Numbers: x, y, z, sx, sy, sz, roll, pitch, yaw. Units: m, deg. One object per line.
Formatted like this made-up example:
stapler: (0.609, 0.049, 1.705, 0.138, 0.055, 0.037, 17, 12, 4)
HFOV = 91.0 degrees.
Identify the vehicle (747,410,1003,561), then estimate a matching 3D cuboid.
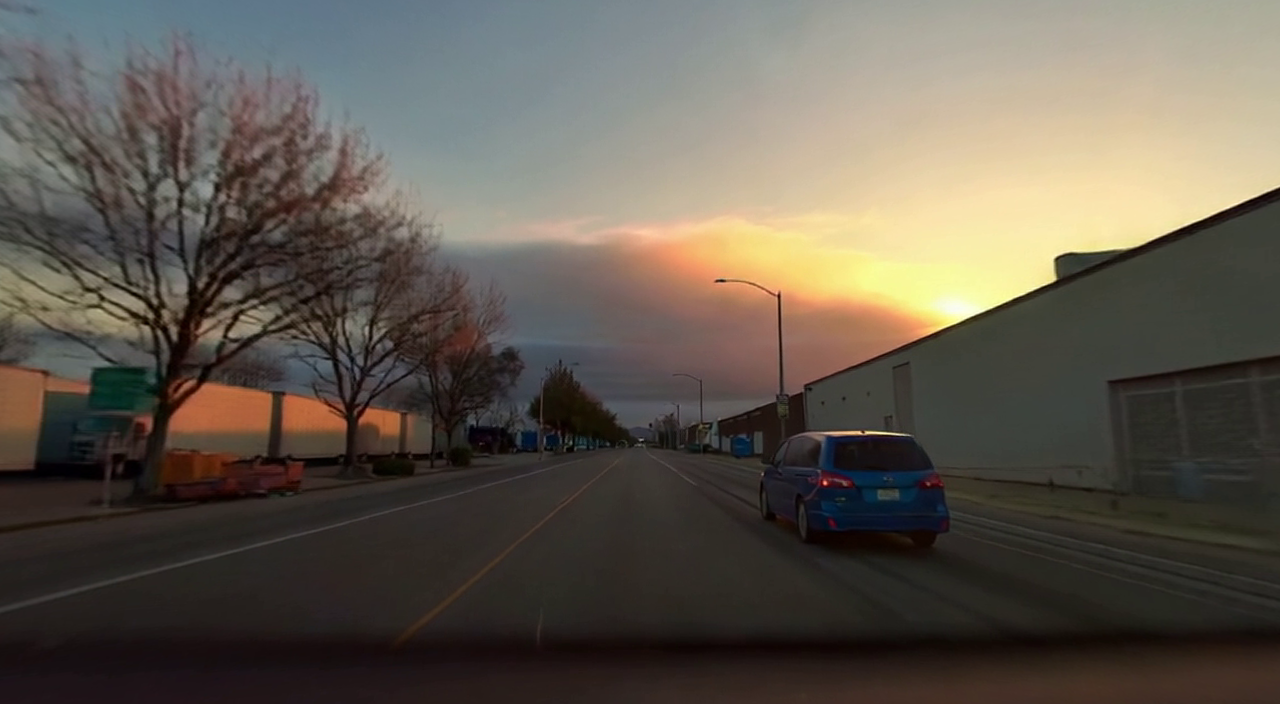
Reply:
vehicle: (3.296, 1.987, 10.178, 2.202, 1.822, 4.826, 0, -8, -1)
